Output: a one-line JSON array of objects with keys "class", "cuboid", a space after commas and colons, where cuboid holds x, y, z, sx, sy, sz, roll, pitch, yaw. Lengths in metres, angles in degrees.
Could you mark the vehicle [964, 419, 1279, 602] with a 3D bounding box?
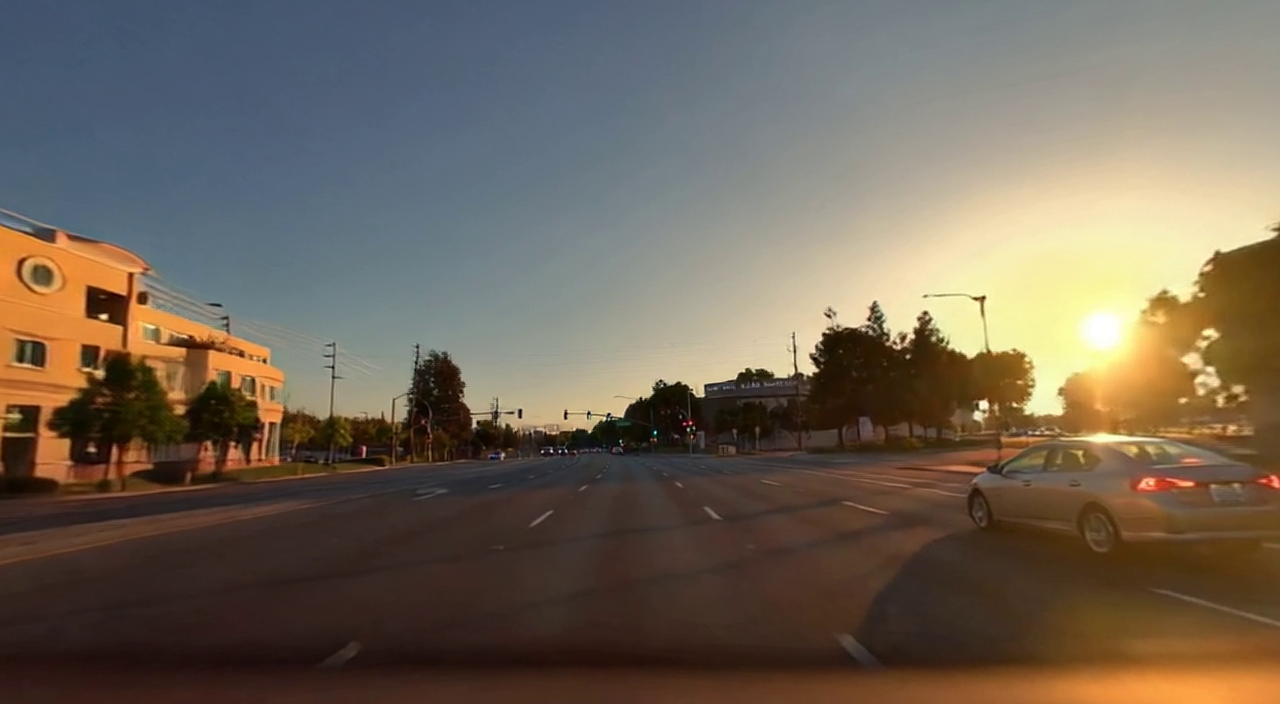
[{"class": "vehicle", "cuboid": [6.137, 1.639, 7.550, 2.070, 1.491, 4.575, 0, -8, 0]}]
